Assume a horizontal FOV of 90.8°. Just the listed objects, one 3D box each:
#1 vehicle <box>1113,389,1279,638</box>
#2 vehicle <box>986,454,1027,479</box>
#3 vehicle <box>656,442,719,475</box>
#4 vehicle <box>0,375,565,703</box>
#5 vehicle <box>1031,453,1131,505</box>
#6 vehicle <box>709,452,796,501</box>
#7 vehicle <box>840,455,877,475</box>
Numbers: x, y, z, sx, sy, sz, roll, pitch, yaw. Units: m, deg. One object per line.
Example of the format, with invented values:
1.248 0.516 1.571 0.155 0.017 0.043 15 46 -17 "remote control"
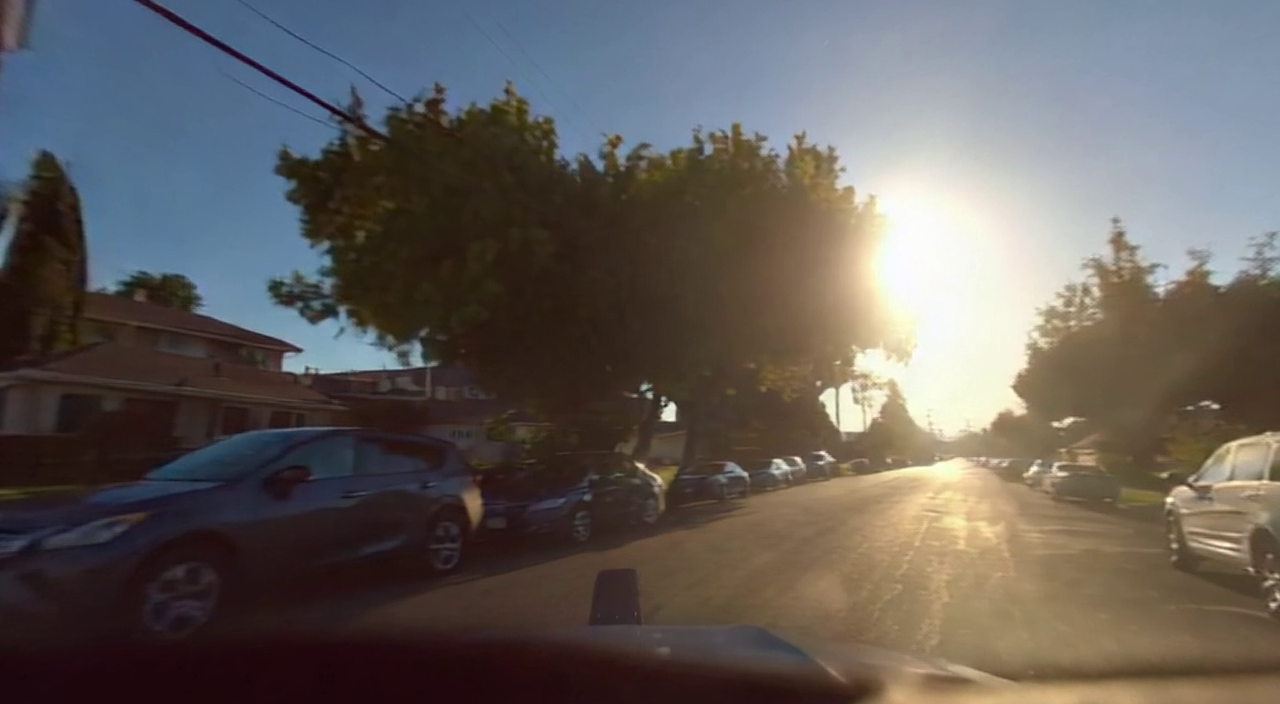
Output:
6.941 1.516 6.468 2.226 1.928 5.339 -4 -9 25 "vehicle"
27.164 8.431 46.979 2.310 1.527 4.705 -2 -8 27 "vehicle"
3.043 6.534 38.995 2.232 1.836 5.443 -3 -9 23 "vehicle"
-3.365 1.517 6.939 2.385 1.967 5.971 -4 -8 23 "vehicle"
14.936 4.249 21.656 1.870 1.536 4.568 -4 -9 24 "vehicle"
4.194 4.412 22.886 1.897 1.523 4.626 -4 -10 25 "vehicle"
17.307 8.898 49.949 1.960 1.460 4.425 -4 -10 29 "vehicle"
